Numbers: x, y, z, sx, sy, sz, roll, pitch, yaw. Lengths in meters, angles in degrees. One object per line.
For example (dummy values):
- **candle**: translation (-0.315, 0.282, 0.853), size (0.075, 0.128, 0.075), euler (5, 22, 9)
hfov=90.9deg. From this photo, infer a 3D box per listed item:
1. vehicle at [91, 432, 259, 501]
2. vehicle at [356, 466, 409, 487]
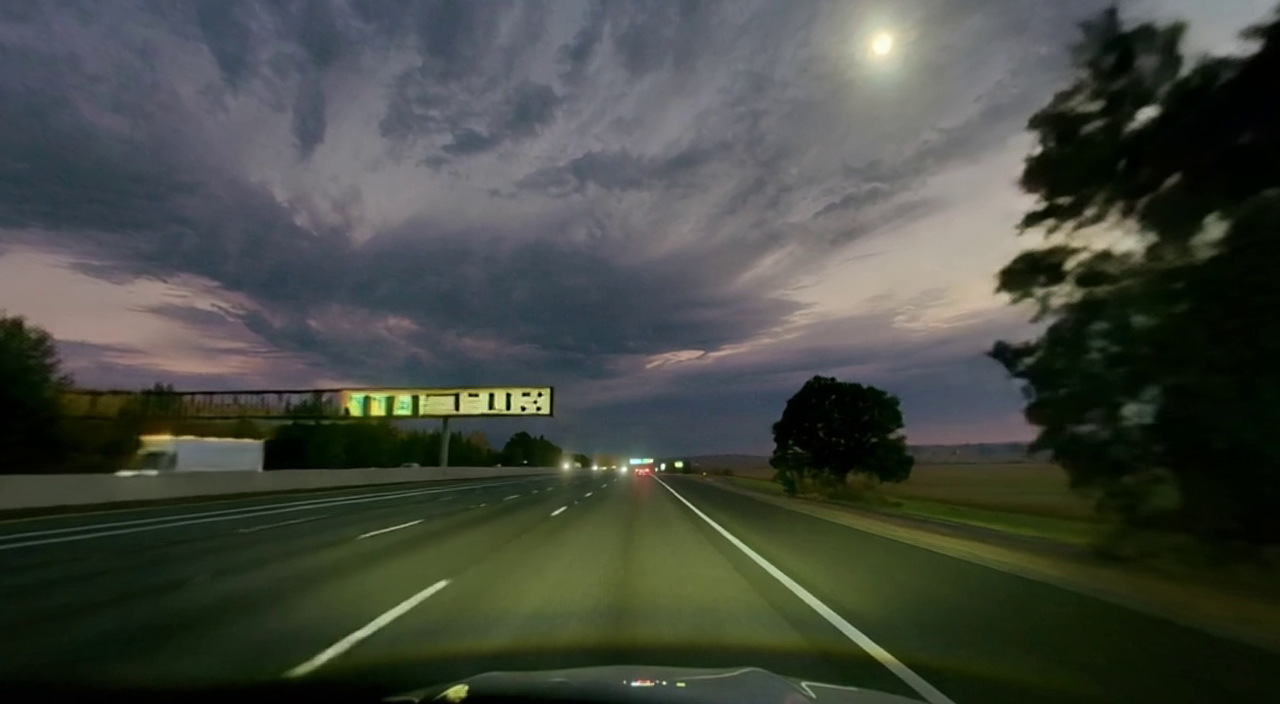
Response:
- **vehicle**: translation (-19.134, 4.790, 26.468), size (2.391, 2.511, 5.870), euler (1, -10, 1)
- **vehicle**: translation (-19.070, 9.233, 46.894), size (1.862, 1.447, 4.666), euler (1, -10, 1)
